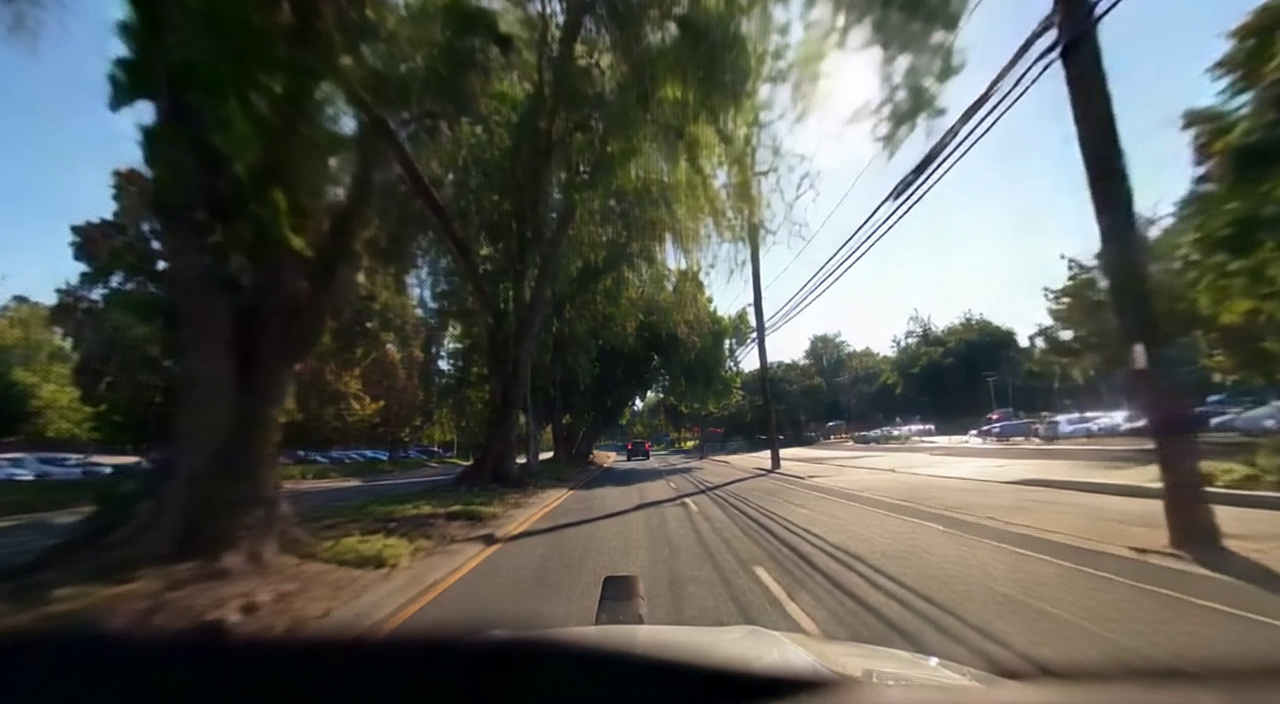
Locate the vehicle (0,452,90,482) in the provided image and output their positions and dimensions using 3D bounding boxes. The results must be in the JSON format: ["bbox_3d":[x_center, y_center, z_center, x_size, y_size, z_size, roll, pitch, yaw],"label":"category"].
[{"bbox_3d":[-34.094,6.432,35.488,4.551,1.559,1.967,-1,-9,2],"label":"vehicle"}]

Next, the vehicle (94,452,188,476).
[{"bbox_3d":[-33.624,7.539,42.641,4.557,1.493,2.049,0,-9,0],"label":"vehicle"}]
